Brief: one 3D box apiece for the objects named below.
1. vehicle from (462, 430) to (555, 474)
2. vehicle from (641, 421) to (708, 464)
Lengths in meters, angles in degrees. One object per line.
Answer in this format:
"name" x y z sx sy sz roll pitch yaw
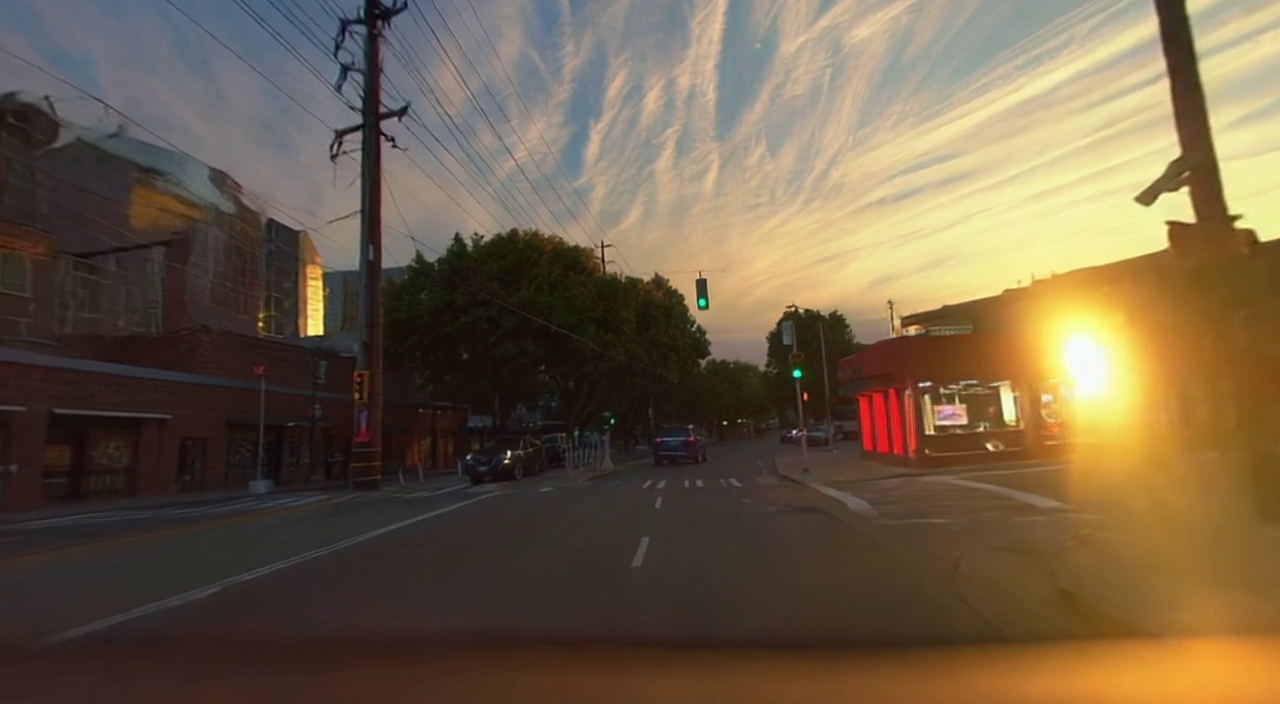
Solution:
"vehicle" -5.544 4.305 27.354 2.017 1.684 4.483 -3 -9 16
"vehicle" 1.625 4.005 27.822 2.101 1.721 4.364 -3 -9 14
